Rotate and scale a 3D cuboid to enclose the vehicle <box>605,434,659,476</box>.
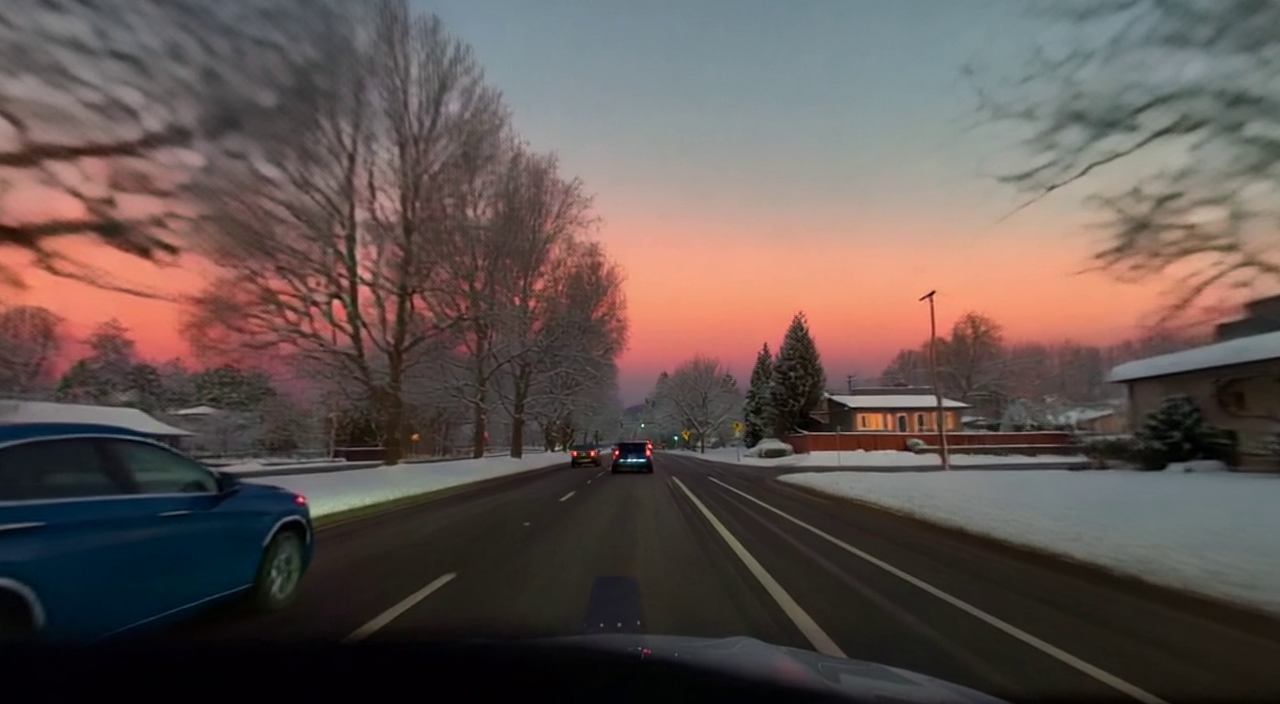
[{"bbox_3d":[-0.308,4.574,28.060,2.220,1.742,4.047,0,-8,1],"label":"vehicle"}]

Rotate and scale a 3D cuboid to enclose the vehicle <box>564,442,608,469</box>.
[{"bbox_3d":[-3.035,5.920,36.139,2.032,1.433,4.458,0,-8,1],"label":"vehicle"}]

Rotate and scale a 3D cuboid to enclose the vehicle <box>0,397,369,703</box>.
[{"bbox_3d":[-3.688,1.051,3.426,2.105,1.469,4.978,0,-8,1],"label":"vehicle"}]
